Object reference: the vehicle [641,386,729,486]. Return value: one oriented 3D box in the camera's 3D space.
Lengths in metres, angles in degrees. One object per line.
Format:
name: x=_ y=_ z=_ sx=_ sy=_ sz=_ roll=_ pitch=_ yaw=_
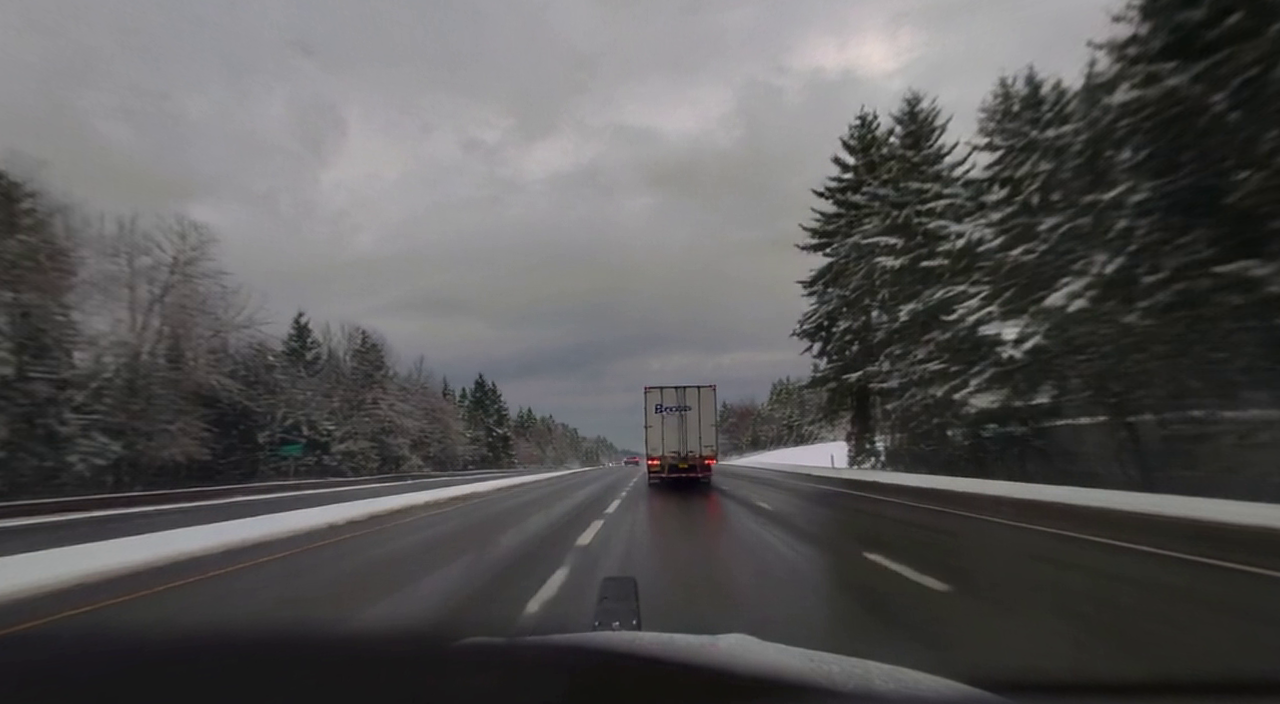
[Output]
vehicle: x=2.110 y=4.774 z=34.428 sx=3.537 sy=4.071 sz=17.399 roll=-1 pitch=-9 yaw=2
